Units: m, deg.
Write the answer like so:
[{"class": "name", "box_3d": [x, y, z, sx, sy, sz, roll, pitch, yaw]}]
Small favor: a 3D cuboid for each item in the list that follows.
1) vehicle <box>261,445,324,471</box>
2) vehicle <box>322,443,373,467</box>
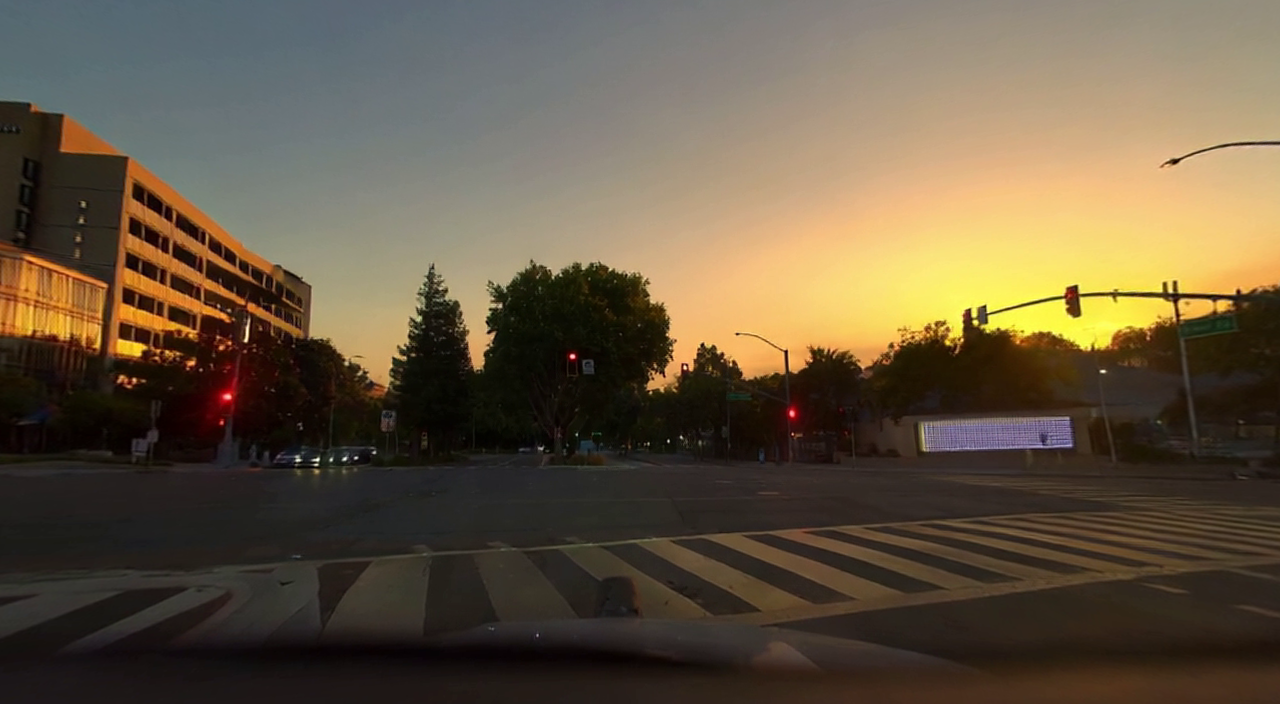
[{"class": "vehicle", "box_3d": [-21.837, 6.660, 39.869, 2.005, 1.496, 4.020, 1, -8, -7]}, {"class": "vehicle", "box_3d": [-22.398, 7.912, 48.601, 2.023, 1.706, 4.756, 1, -8, -6]}]
